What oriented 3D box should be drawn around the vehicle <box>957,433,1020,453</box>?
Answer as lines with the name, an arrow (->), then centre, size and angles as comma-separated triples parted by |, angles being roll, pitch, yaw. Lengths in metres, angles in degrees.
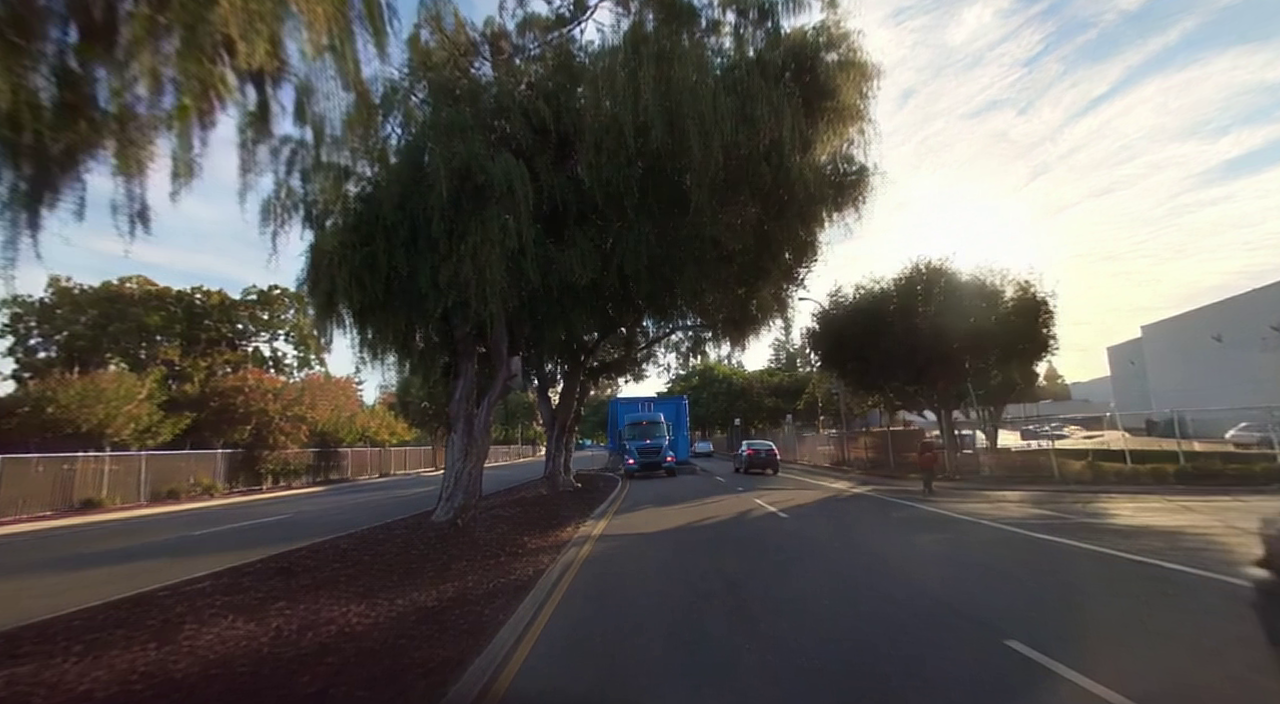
vehicle -> 23.315, 6.095, 42.183 | 3.251, 1.321, 1.555 | -1, -9, 0

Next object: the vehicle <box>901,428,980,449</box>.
vehicle -> 22.792, 6.590, 47.985 | 4.995, 1.543, 1.899 | 0, -9, 1

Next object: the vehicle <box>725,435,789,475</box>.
vehicle -> 5.190, 4.622, 28.595 | 2.076, 1.661, 4.524 | 0, -8, 0

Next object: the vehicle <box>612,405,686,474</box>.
vehicle -> 0.526, 4.300, 30.961 | 3.197, 2.963, 7.055 | 0, -8, 2
